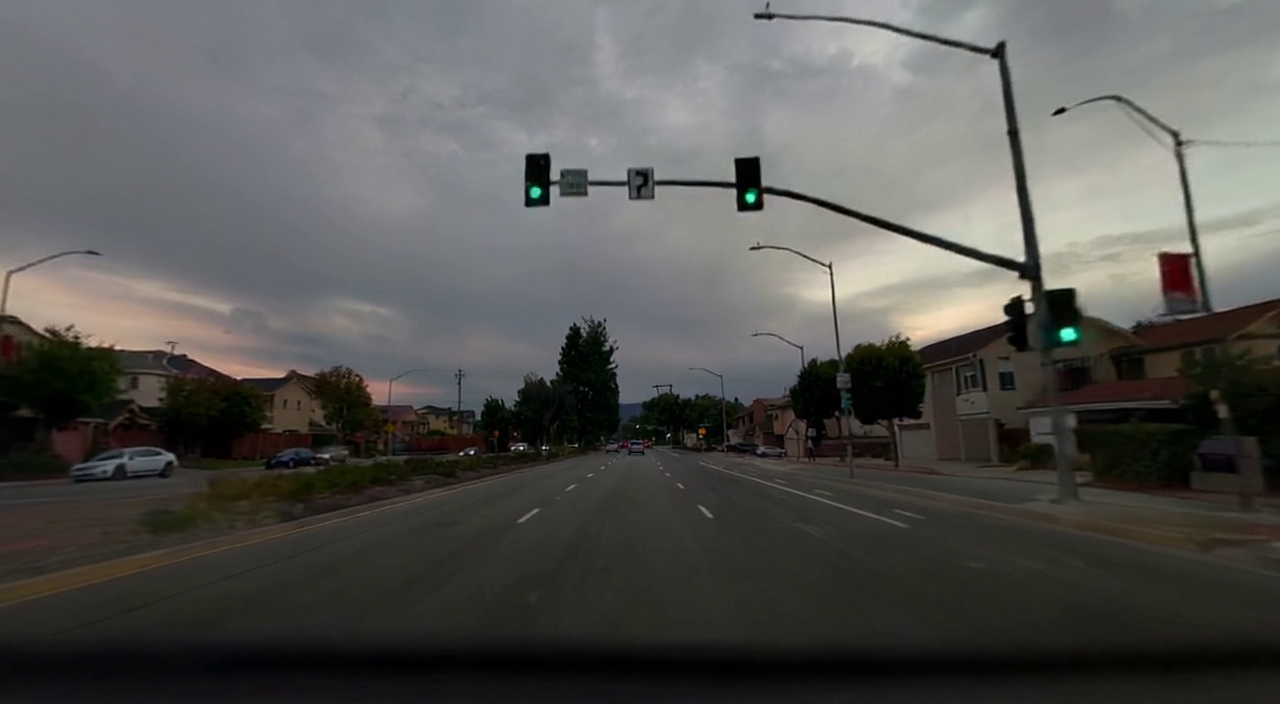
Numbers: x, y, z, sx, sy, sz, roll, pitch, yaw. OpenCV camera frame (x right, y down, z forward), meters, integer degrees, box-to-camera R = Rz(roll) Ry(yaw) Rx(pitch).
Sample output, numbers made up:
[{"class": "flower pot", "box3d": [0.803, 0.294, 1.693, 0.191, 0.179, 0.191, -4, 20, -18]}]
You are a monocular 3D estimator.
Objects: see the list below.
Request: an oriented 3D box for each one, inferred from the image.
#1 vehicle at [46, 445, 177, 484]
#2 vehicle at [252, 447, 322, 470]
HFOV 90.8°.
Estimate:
[{"class": "vehicle", "box3d": [-25.136, 5.328, 30.353, 1.908, 1.719, 4.972, 0, -8, 1]}, {"class": "vehicle", "box3d": [-24.777, 7.474, 44.576, 1.916, 1.524, 4.993, -1, -8, 3]}]
